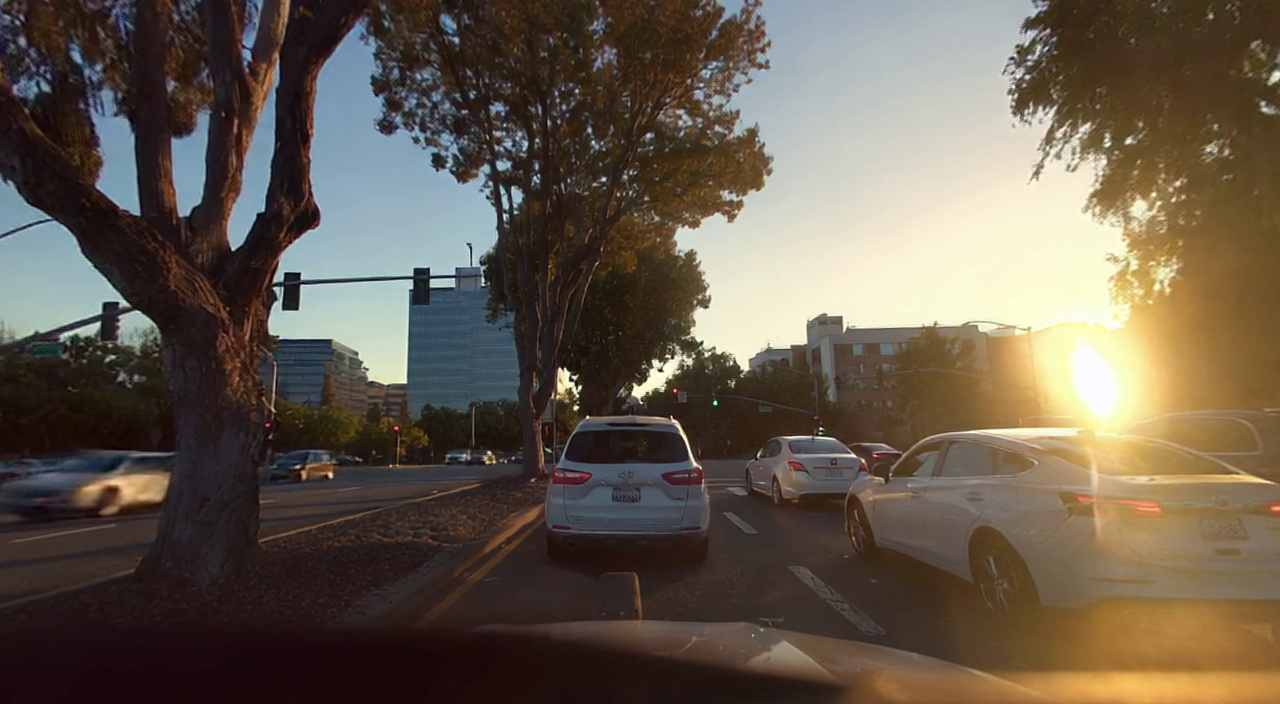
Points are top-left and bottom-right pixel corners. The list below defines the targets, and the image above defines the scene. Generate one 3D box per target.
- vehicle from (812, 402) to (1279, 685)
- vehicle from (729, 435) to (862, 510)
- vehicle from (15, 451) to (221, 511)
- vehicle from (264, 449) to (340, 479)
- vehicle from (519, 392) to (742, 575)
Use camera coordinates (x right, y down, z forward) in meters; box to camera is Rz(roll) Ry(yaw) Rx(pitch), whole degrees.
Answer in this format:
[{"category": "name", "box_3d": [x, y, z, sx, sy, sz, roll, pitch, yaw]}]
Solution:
[{"category": "vehicle", "box_3d": [3.365, 1.422, 5.977, 2.034, 1.558, 4.774, 0, -9, -1]}, {"category": "vehicle", "box_3d": [3.513, 2.805, 15.185, 2.004, 1.523, 4.263, 0, -9, -2]}, {"category": "vehicle", "box_3d": [-14.567, 3.590, 18.088, 2.035, 1.454, 4.513, 0, -9, 0]}, {"category": "vehicle", "box_3d": [-20.789, 6.892, 39.106, 2.132, 1.695, 4.619, 0, -9, -1]}, {"category": "vehicle", "box_3d": [-0.185, 1.647, 8.611, 2.236, 1.827, 4.316, 0, -9, -3]}]
